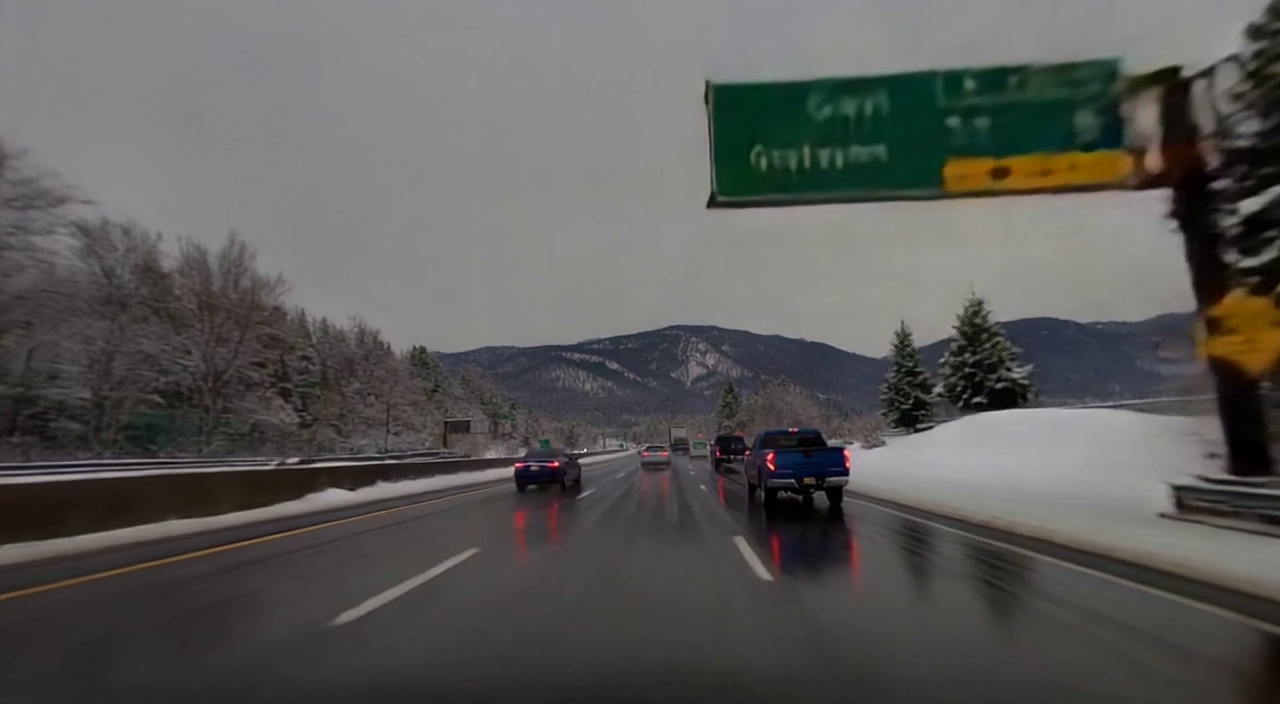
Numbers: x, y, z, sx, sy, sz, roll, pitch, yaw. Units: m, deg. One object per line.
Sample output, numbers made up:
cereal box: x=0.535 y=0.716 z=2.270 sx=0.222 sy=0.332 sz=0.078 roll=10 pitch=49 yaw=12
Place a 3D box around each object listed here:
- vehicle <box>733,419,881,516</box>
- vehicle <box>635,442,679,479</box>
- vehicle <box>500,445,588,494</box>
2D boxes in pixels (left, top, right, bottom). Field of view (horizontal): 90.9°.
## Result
vehicle: x=3.624 y=2.644 z=14.969 sx=2.229 sy=1.837 sz=5.387 roll=-1 pitch=-8 yaw=2
vehicle: x=0.877 y=5.166 z=30.344 sx=1.959 sy=1.604 sz=4.065 roll=-1 pitch=-8 yaw=3
vehicle: x=-3.240 y=4.096 z=22.411 sx=2.109 sy=1.530 sz=4.646 roll=-1 pitch=-8 yaw=4
